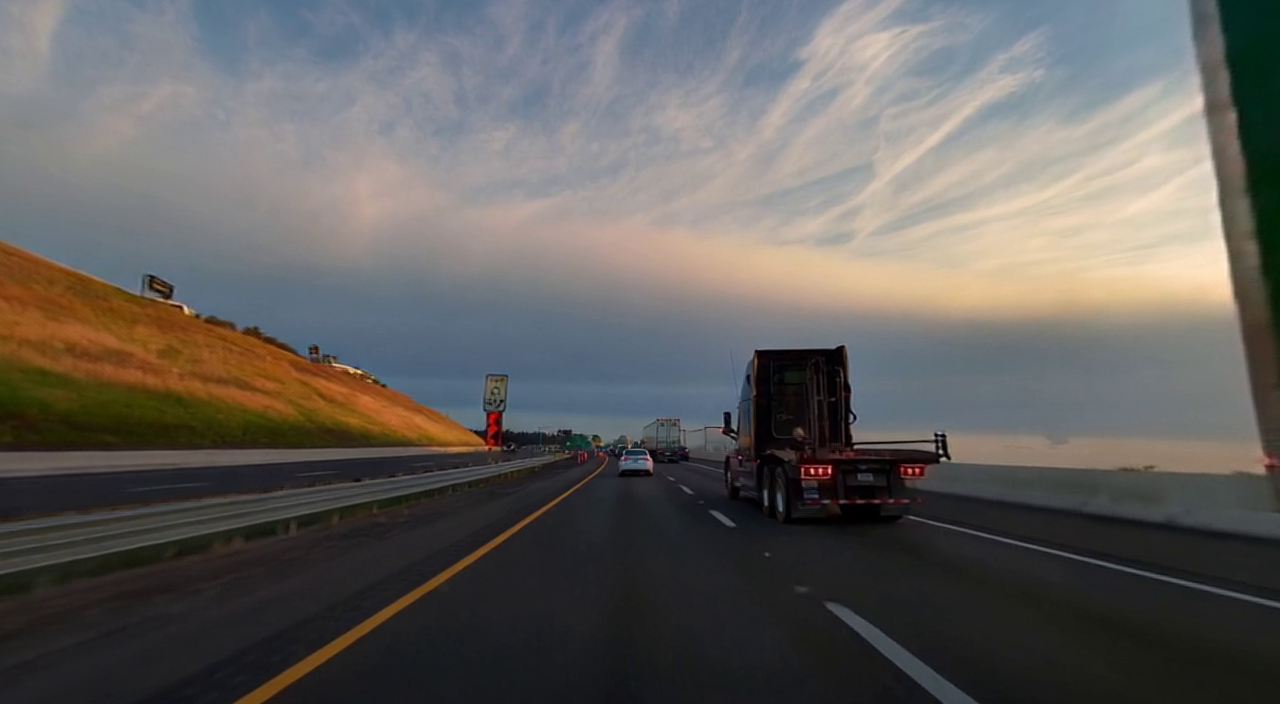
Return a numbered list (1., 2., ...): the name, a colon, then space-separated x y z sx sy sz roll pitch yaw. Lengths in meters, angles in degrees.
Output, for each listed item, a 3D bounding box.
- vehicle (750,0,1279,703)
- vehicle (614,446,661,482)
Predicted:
1. vehicle: 3.602 0.176 5.321 2.874 4.065 14.243 0 -9 0
2. vehicle: -0.122 4.950 28.065 1.927 1.437 3.794 0 -9 -1
